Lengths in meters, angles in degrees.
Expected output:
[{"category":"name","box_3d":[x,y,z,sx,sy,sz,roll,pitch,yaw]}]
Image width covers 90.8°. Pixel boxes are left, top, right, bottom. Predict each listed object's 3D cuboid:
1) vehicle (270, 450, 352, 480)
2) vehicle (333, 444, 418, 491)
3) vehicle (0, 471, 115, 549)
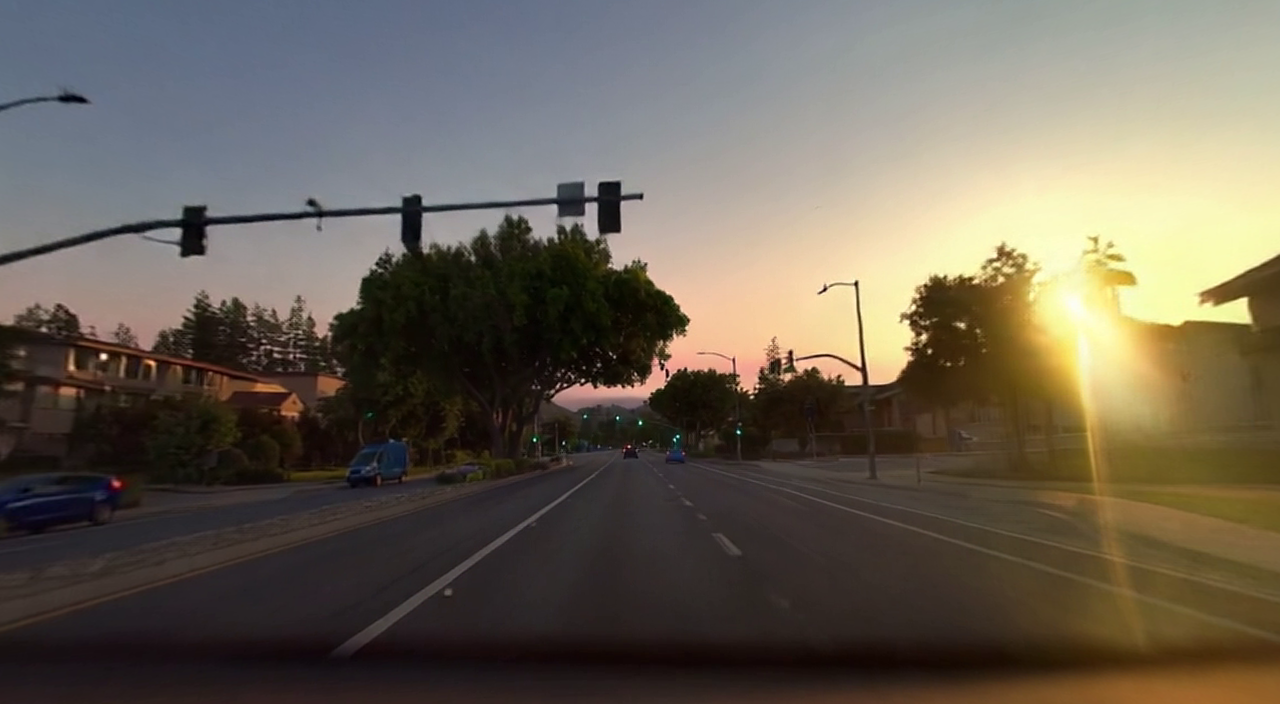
[{"category":"vehicle","box_3d":[-21.298,7.310,41.040,4.323,1.678,1.890,-2,-7,-2]},{"category":"vehicle","box_3d":[-13.830,6.030,33.435,2.346,2.217,5.290,0,-9,-2]},{"category":"vehicle","box_3d":[-14.038,3.385,13.575,1.888,1.470,4.282,0,-9,-1]}]
